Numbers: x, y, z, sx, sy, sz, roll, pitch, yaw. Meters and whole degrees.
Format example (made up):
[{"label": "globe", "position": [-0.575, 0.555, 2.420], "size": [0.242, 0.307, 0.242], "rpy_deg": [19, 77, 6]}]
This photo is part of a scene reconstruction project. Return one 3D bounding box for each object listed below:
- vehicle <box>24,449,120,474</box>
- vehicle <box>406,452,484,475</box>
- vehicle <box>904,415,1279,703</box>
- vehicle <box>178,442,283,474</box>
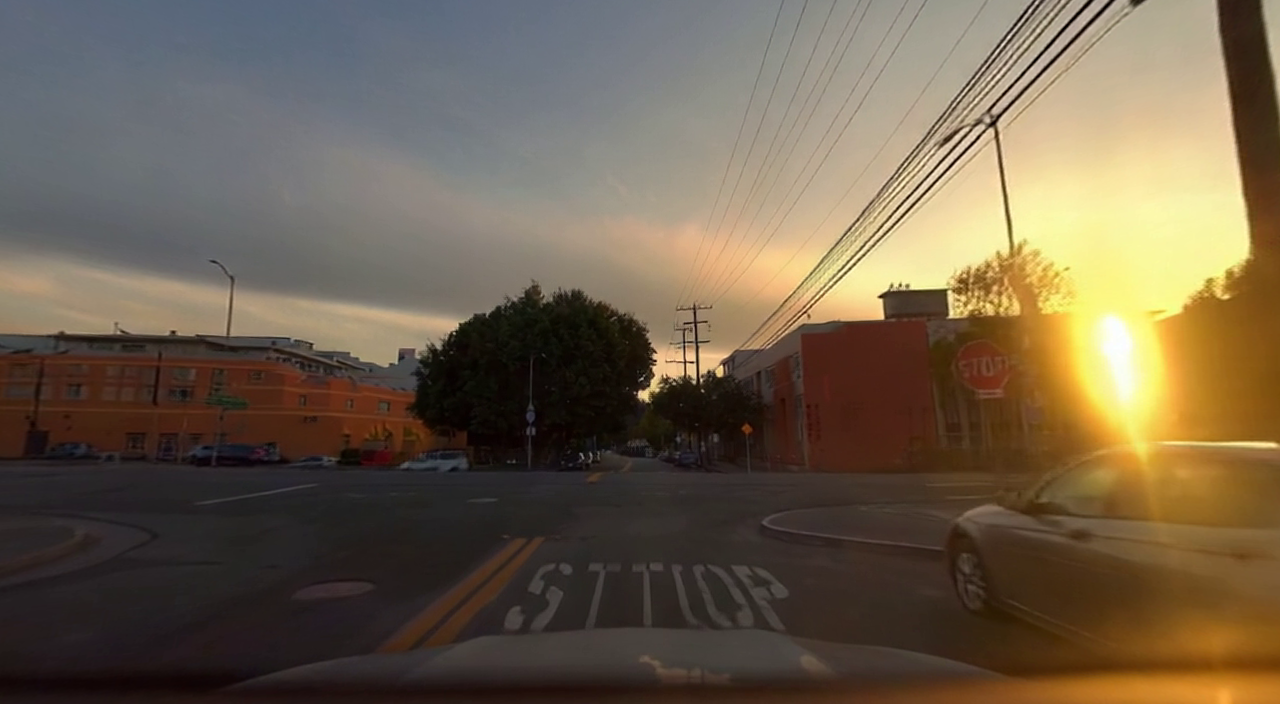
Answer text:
[{"label": "vehicle", "position": [-38.633, 7.453, 42.977], "size": [4.440, 1.671, 2.036], "rpy_deg": [0, -9, -2]}, {"label": "vehicle", "position": [-13.482, 7.721, 43.787], "size": [4.869, 1.517, 1.819], "rpy_deg": [0, -9, -2]}, {"label": "vehicle", "position": [3.623, 1.171, 3.630], "size": [2.041, 1.495, 4.815], "rpy_deg": [0, -8, -1]}, {"label": "vehicle", "position": [-23.800, 6.178, 36.790], "size": [4.689, 1.803, 1.958], "rpy_deg": [0, -9, -2]}]
